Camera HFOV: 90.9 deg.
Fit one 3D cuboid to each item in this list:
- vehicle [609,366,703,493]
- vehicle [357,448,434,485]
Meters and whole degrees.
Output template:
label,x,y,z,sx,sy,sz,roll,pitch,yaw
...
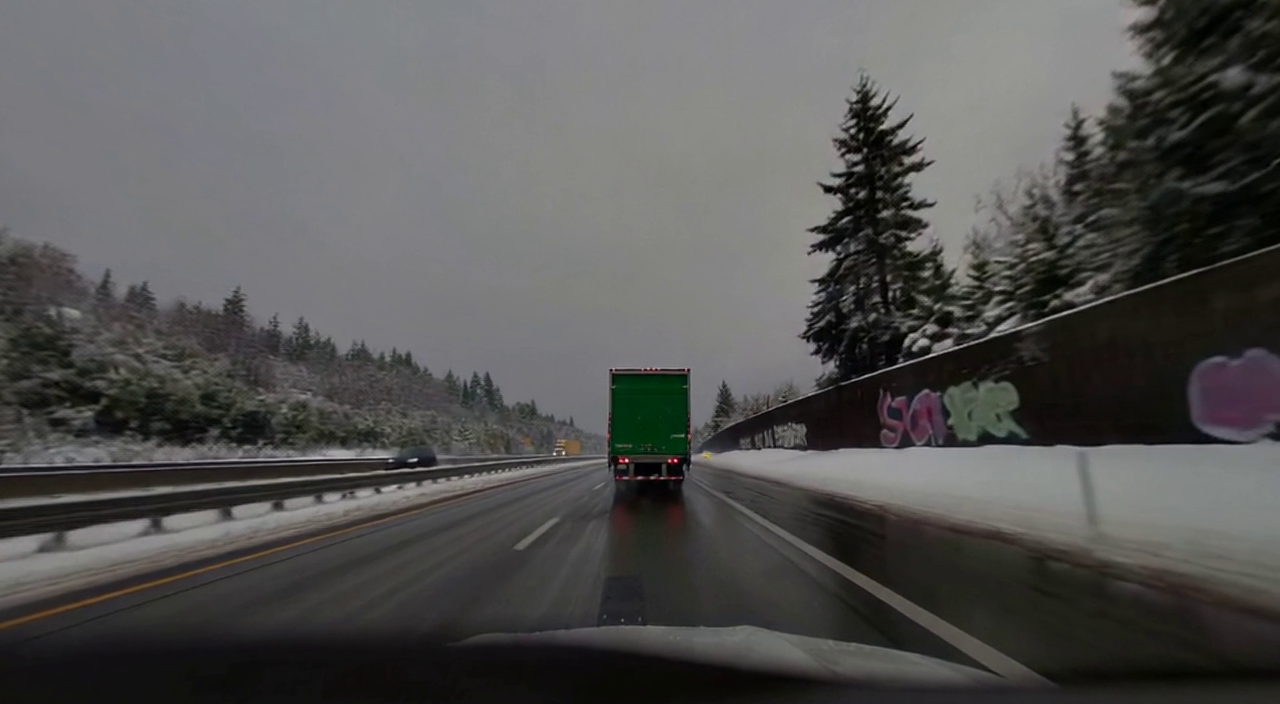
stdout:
label,x,y,z,sx,sy,sz,roll,pitch,yaw
vehicle,0.372,3.181,24.658,2.900,3.955,10.151,0,-9,-1
vehicle,-11.833,5.562,30.872,1.911,1.661,4.392,0,-9,2
